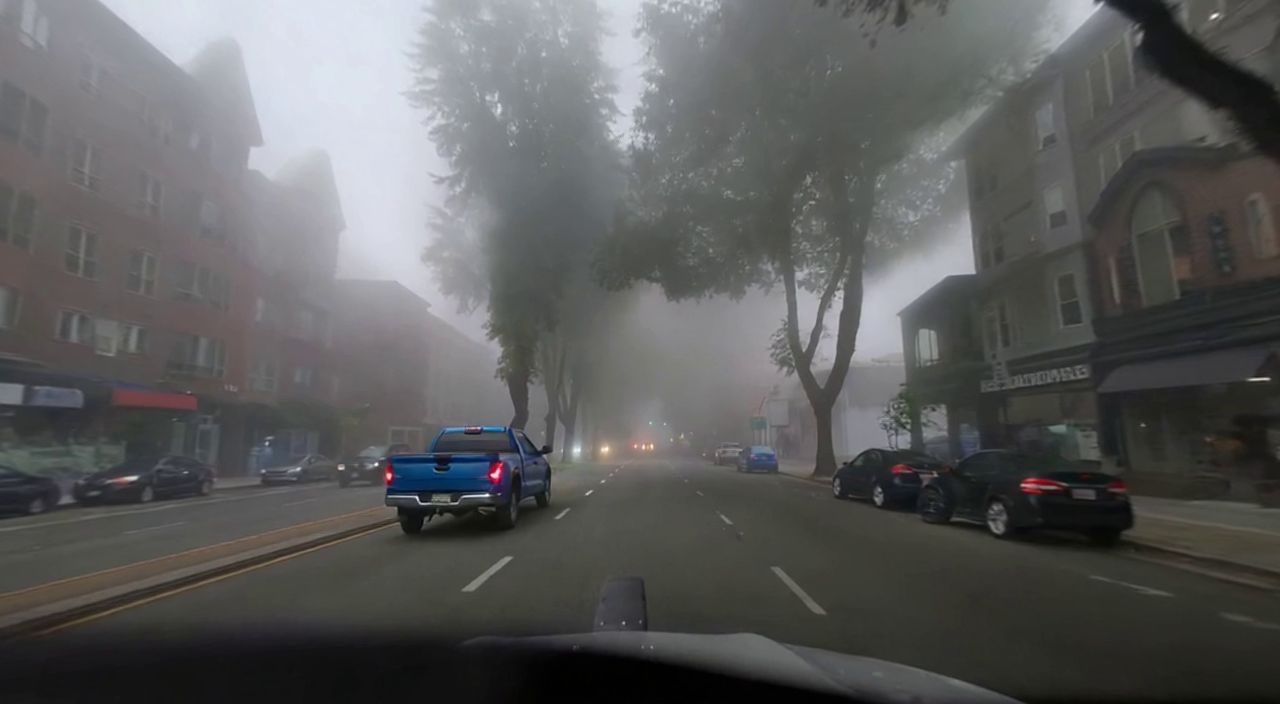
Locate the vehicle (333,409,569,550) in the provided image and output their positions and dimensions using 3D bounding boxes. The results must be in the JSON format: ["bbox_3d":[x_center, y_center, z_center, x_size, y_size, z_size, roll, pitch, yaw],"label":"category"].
[{"bbox_3d":[-2.729,2.037,10.800,2.197,1.786,5.365,-1,-9,2],"label":"vehicle"}]

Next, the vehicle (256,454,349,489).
[{"bbox_3d":[-16.022,5.673,30.267,1.920,1.467,4.685,0,-9,0],"label":"vehicle"}]

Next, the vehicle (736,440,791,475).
[{"bbox_3d":[6.287,5.430,32.686,1.928,1.679,4.716,0,-9,1],"label":"vehicle"}]

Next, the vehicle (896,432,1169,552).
[{"bbox_3d":[6.027,2.160,10.409,1.871,1.559,4.015,0,-9,-1],"label":"vehicle"}]

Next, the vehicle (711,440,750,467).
[{"bbox_3d":[6.265,7.105,44.187,2.018,1.743,4.529,0,-9,-1],"label":"vehicle"}]
